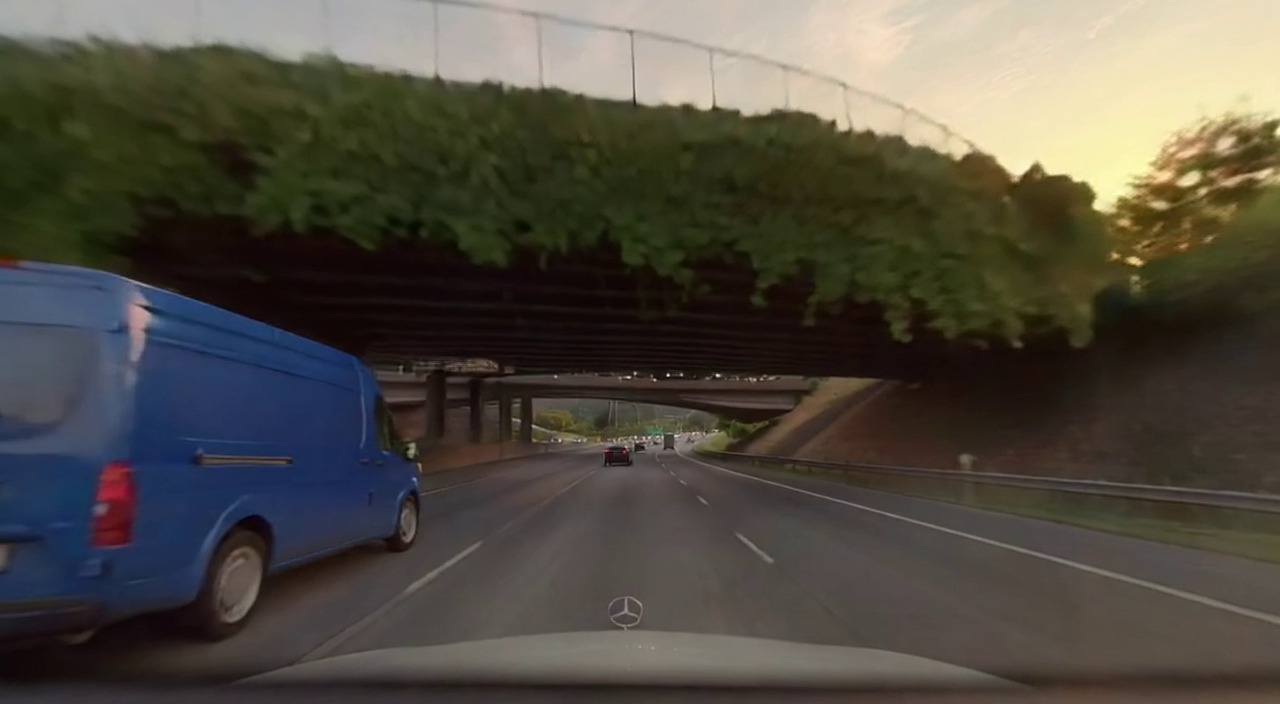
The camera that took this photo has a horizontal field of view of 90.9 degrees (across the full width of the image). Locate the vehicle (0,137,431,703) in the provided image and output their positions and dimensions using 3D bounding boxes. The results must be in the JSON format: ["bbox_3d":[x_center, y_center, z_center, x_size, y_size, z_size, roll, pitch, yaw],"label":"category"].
[{"bbox_3d":[-4.158,0.761,5.805,2.382,2.736,5.982,0,-9,0],"label":"vehicle"}]

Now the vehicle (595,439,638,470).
[{"bbox_3d":[-1.257,5.799,35.733,2.183,1.662,3.968,0,-9,1],"label":"vehicle"}]
